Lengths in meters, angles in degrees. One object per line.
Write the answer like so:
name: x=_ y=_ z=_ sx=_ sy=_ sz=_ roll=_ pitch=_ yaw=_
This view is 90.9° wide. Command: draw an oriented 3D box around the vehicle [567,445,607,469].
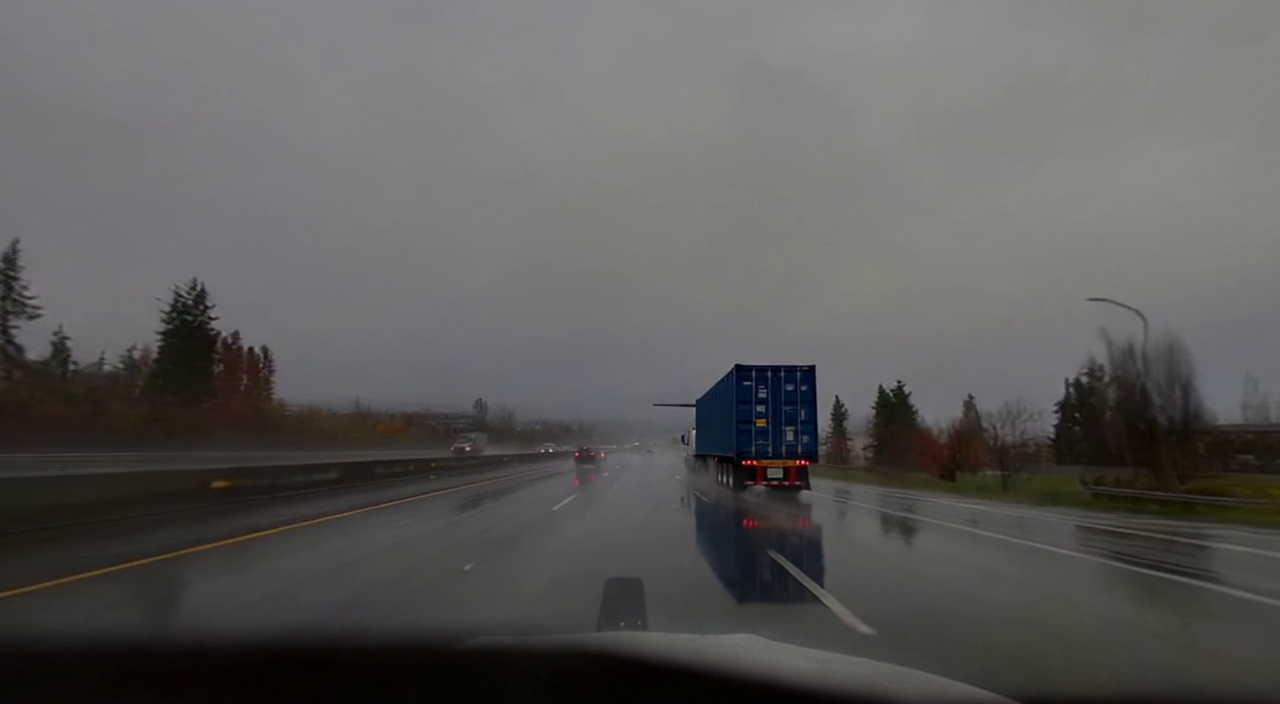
vehicle: x=-3.762 y=7.625 z=45.951 sx=2.370 sy=1.647 sz=5.091 roll=0 pitch=-9 yaw=1

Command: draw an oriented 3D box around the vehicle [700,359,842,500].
vehicle: x=4.365 y=3.207 z=24.601 sx=2.821 sy=4.046 sz=12.876 roll=0 pitch=-9 yaw=0
